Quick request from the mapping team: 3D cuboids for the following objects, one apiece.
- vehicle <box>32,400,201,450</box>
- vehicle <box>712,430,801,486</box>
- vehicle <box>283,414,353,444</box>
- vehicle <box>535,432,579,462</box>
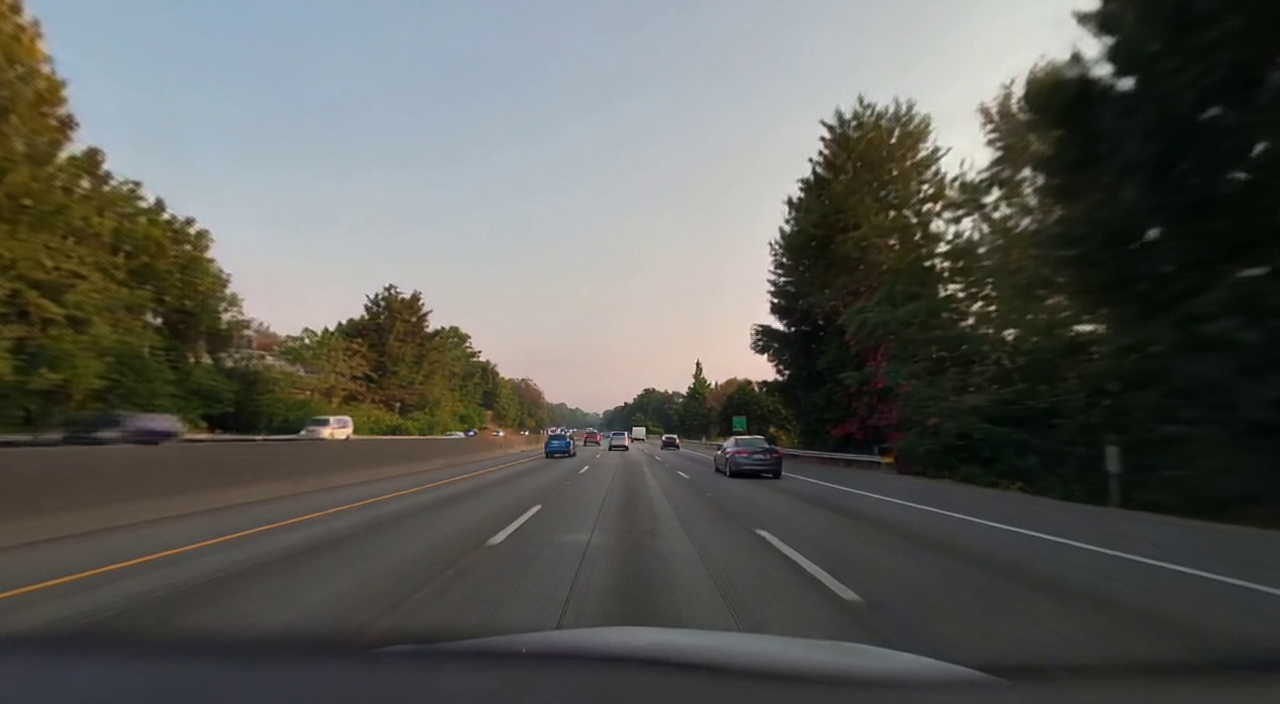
[{"bbox_3d":[-18.135,2.599,22.211,1.963,1.581,4.609,0,-8,0],"label":"vehicle"},{"bbox_3d":[3.446,3.194,19.390,1.883,1.536,3.792,0,-8,-2],"label":"vehicle"},{"bbox_3d":[-21.808,5.264,42.951,2.150,1.879,5.149,0,-8,-2],"label":"vehicle"},{"bbox_3d":[-4.507,5.181,34.724,1.941,1.529,4.111,0,-8,-1],"label":"vehicle"}]
